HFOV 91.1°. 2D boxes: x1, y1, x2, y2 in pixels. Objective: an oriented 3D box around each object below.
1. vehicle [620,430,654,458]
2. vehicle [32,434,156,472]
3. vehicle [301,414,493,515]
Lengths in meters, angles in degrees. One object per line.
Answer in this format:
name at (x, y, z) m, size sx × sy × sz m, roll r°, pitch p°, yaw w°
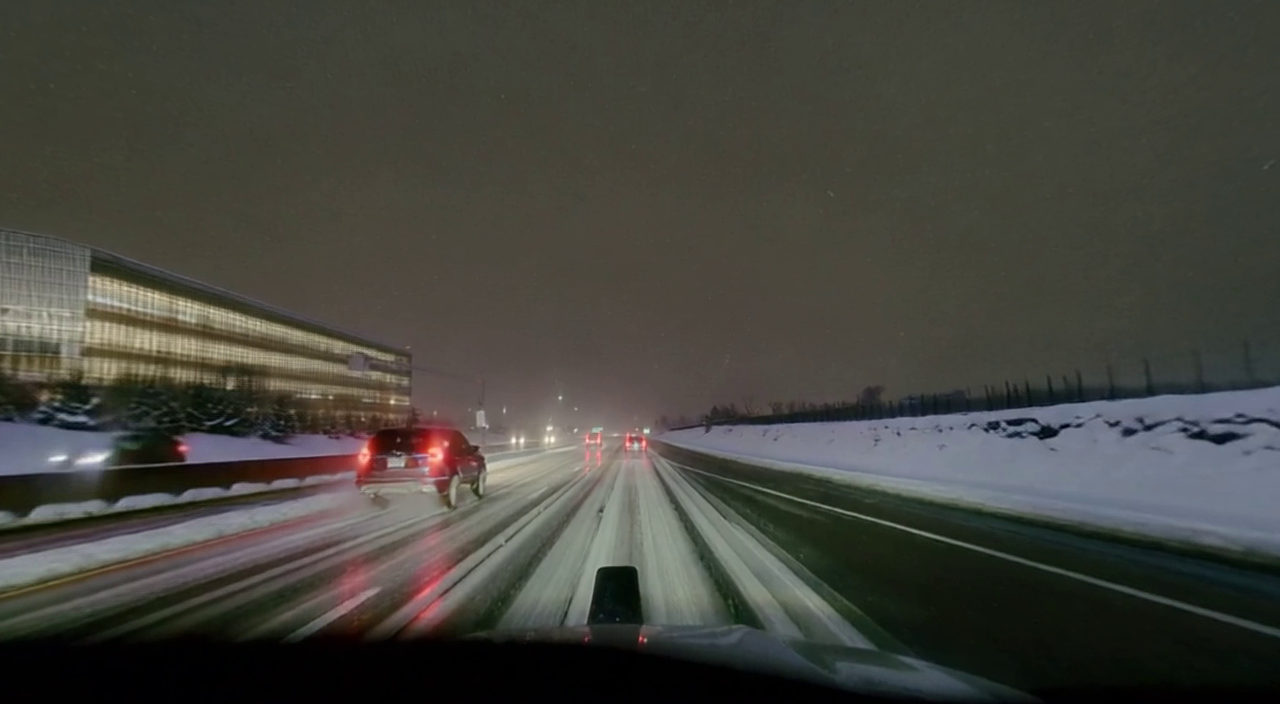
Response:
vehicle at (-0.207, 5.669, 38.829) m, size 2.036 × 1.637 × 4.009 m, roll 0°, pitch -8°, yaw -1°
vehicle at (-23.596, 4.360, 27.404) m, size 1.803 × 1.491 × 3.941 m, roll 0°, pitch -8°, yaw 1°
vehicle at (-4.457, 2.128, 12.442) m, size 2.036 × 1.612 × 4.510 m, roll 0°, pitch -8°, yaw -1°
